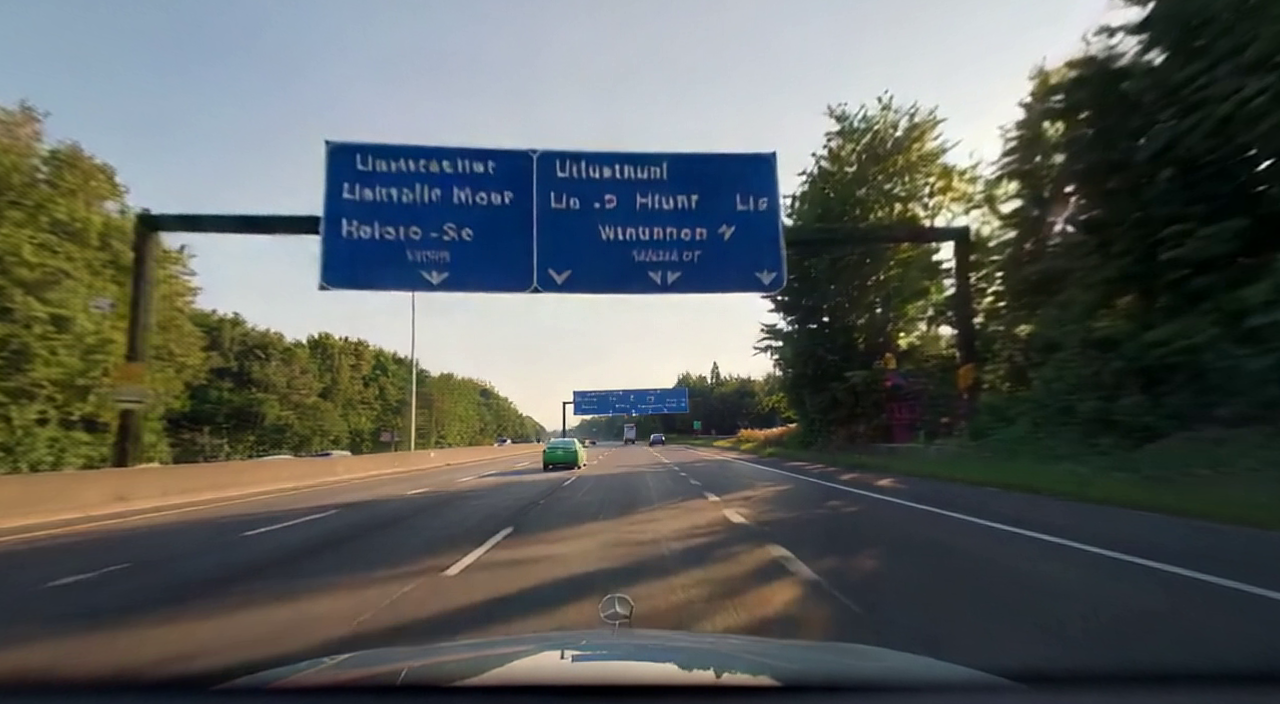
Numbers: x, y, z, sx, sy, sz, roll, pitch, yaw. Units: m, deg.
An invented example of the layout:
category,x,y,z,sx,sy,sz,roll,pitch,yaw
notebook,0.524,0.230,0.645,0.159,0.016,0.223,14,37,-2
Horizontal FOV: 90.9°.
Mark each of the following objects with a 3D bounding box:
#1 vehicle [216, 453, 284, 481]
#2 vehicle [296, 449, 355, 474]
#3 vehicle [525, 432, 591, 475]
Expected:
category,x,y,z,sx,sy,sz,roll,pitch,yaw
vehicle,-22.896,6.743,37.144,1.641,1.400,3.729,-1,-8,-1
vehicle,-19.974,6.965,40.171,1.794,1.388,3.768,-1,-8,-1
vehicle,-3.036,3.848,24.172,2.000,1.491,3.913,0,-8,0
